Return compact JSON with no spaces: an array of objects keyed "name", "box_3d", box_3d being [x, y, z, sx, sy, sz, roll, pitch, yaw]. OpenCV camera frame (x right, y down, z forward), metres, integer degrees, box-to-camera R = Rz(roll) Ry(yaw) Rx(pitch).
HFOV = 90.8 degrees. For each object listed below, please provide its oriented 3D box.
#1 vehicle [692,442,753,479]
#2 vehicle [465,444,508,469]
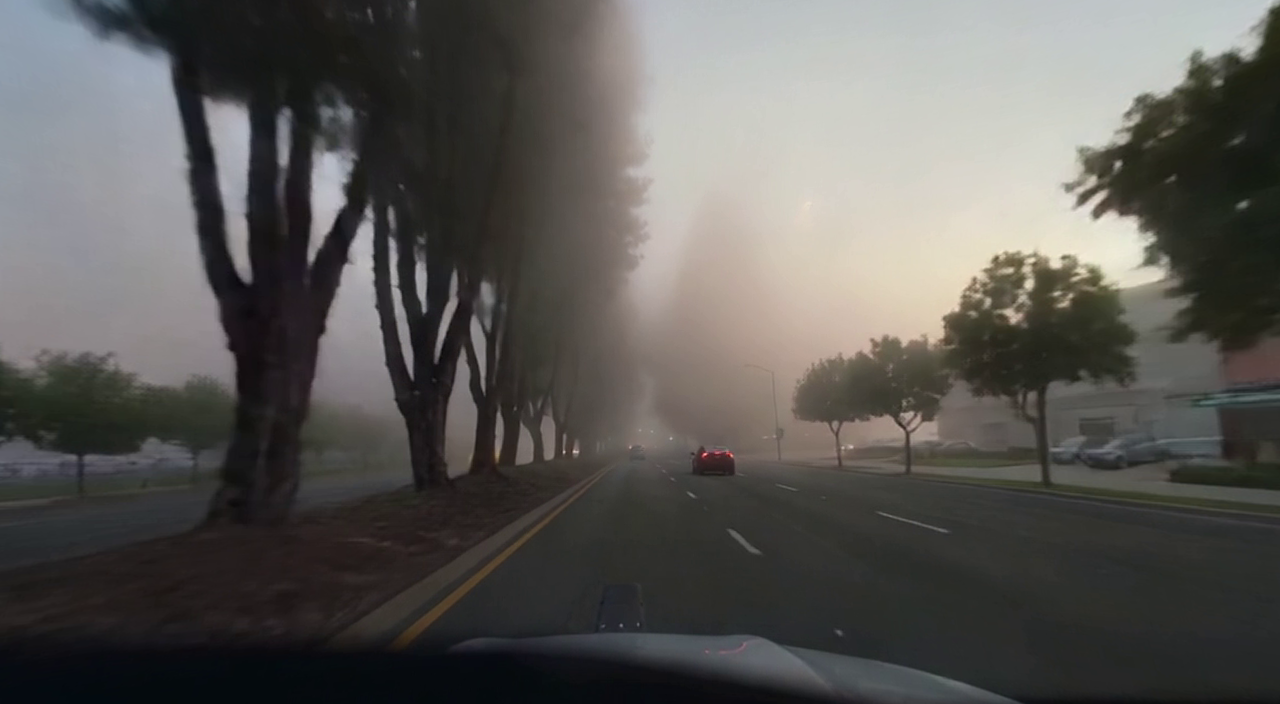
[{"name":"vehicle","box_3d":[3.493,4.717,27.679,1.983,1.482,4.463,0,-9,-1]},{"name":"vehicle","box_3d":[-11.921,8.155,49.449,2.116,1.789,4.889,0,-9,0]}]
